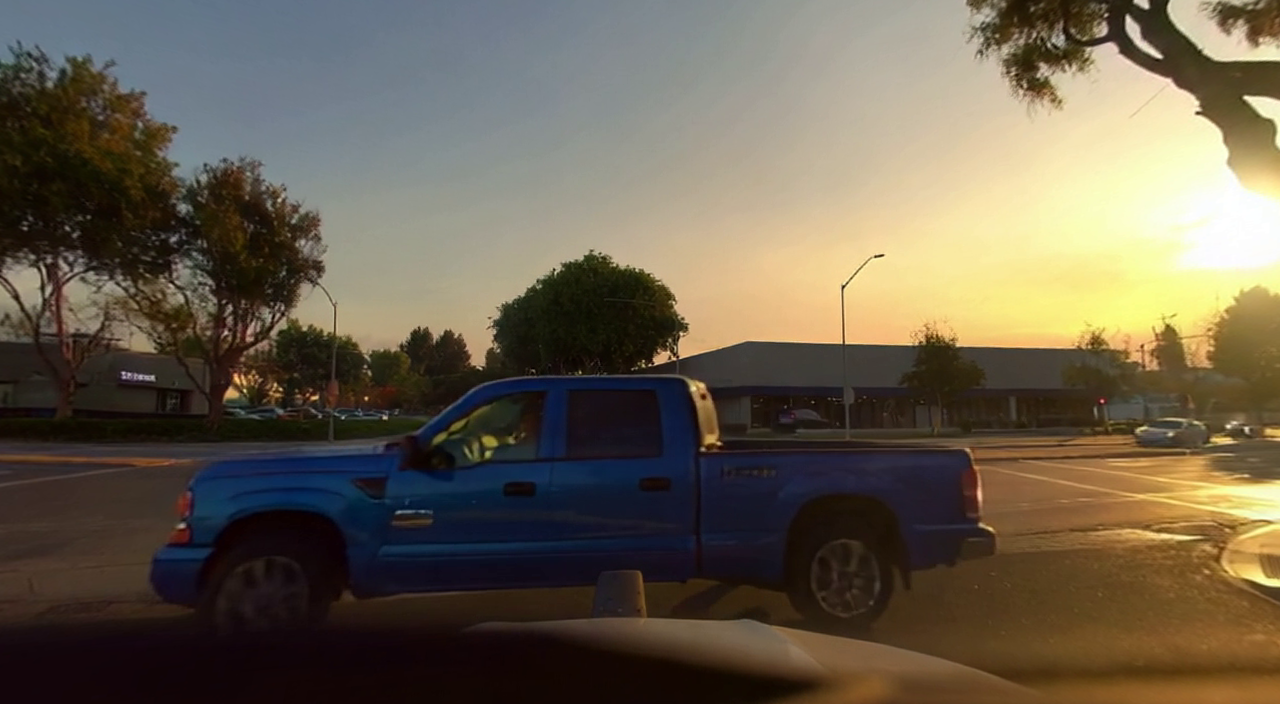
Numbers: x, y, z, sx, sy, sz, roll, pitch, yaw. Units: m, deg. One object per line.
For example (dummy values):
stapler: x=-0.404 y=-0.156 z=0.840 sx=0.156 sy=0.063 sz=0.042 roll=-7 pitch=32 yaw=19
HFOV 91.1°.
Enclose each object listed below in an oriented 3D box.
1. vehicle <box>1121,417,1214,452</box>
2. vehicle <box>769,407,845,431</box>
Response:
vehicle: x=30.113 y=4.733 z=35.827 sx=5.333 sy=1.837 sz=2.124 roll=5 pitch=-10 yaw=-29
vehicle: x=11.462 y=4.628 z=43.126 sx=4.674 sy=1.483 sz=1.745 roll=2 pitch=-9 yaw=-12
